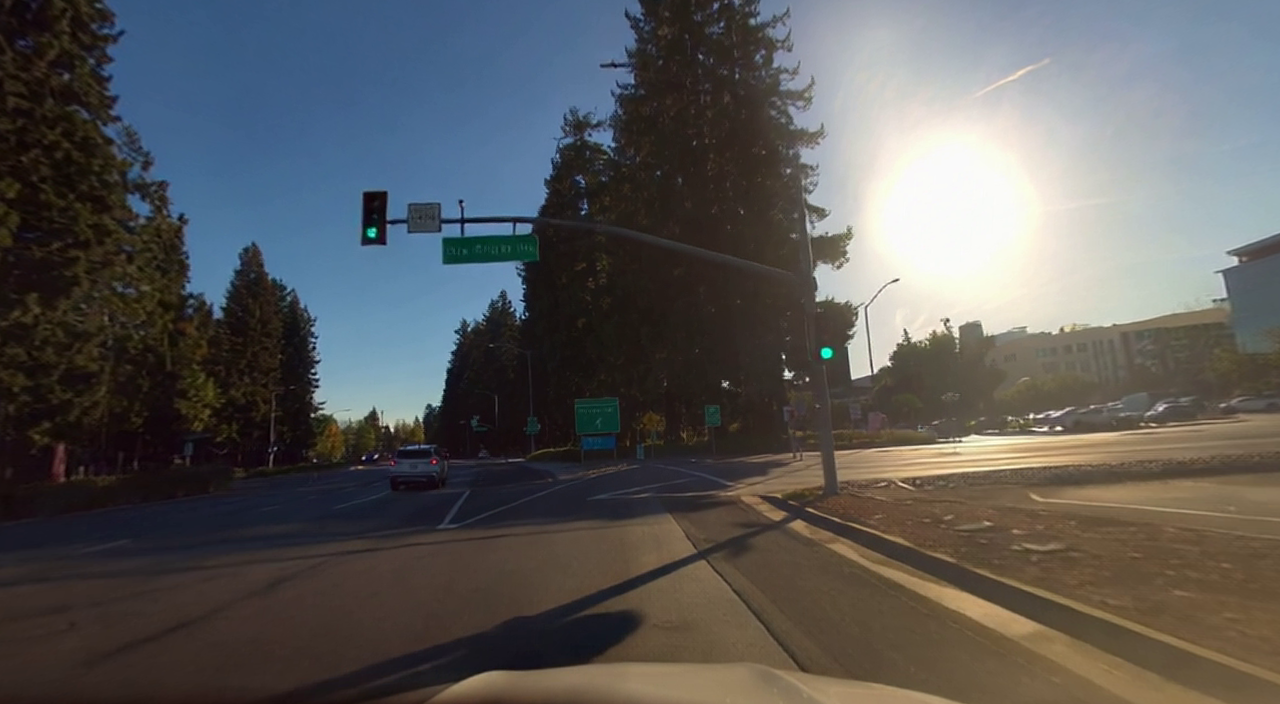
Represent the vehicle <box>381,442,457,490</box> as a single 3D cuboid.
[{"bbox_3d":[-8.588,4.430,25.020,2.134,1.707,4.471,1,-8,-10],"label":"vehicle"}]
